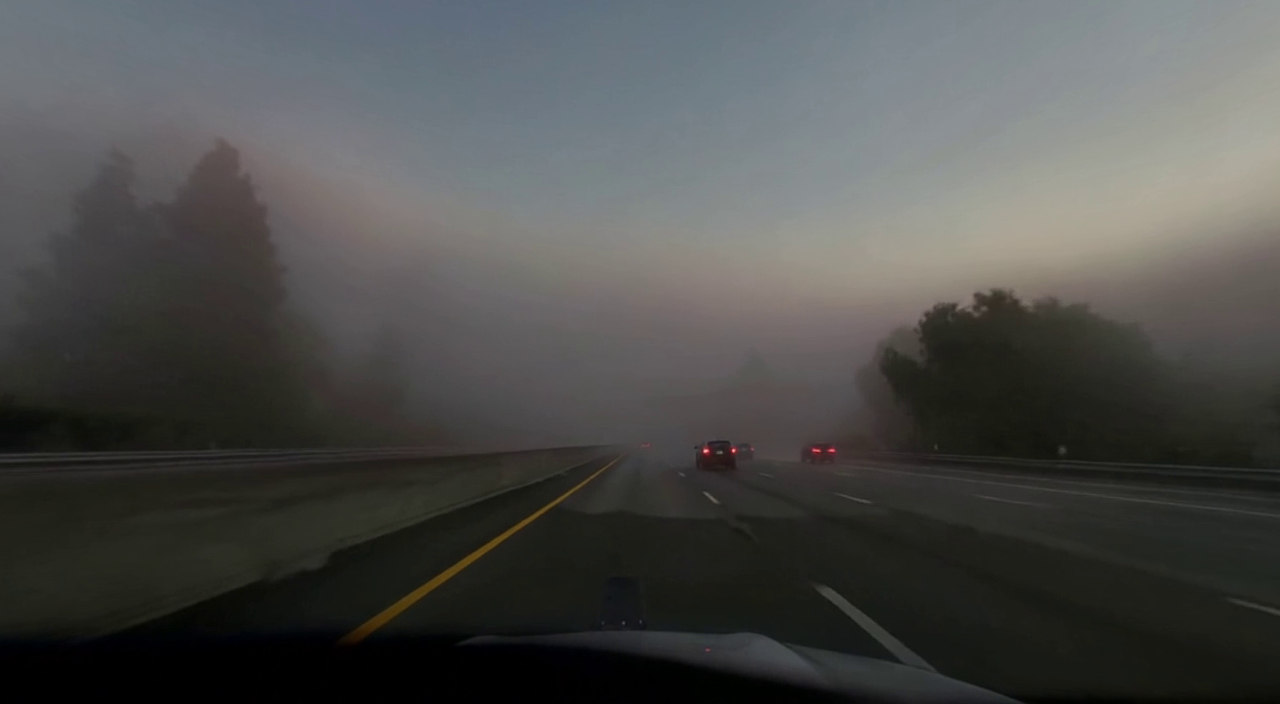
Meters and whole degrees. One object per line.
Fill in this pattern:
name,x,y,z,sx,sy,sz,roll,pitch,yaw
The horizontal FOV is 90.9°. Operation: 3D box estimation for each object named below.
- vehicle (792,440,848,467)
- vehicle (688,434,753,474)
vehicle,10.401,5.892,36.791,1.970,1.479,4.480,0,-8,0
vehicle,3.478,4.545,28.190,2.326,1.644,4.206,0,-8,-1
